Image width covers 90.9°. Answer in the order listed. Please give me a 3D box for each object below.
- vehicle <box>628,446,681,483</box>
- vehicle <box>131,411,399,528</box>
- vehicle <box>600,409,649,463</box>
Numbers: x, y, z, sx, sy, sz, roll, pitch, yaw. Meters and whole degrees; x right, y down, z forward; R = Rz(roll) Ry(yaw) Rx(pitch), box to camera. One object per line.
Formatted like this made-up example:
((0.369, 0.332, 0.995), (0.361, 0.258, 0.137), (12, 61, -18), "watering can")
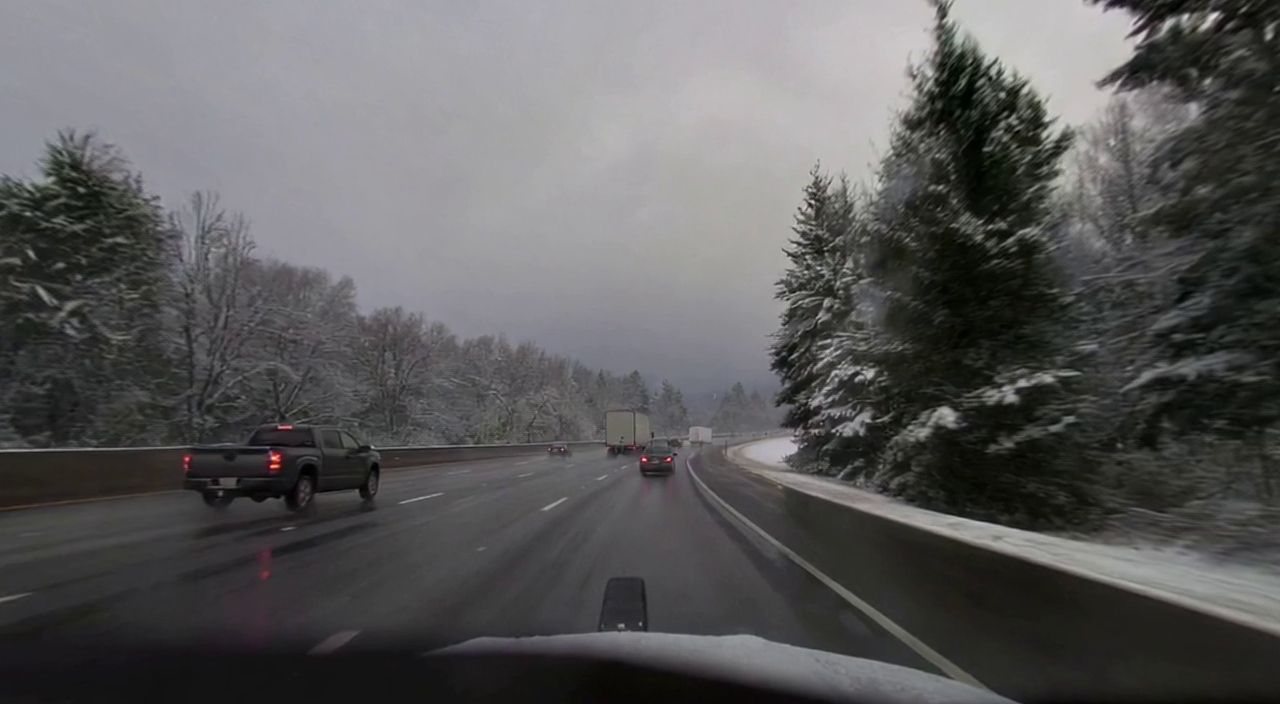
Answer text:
((0.631, 4.534, 25.738), (1.984, 1.365, 3.767), (-1, -9, 3), "vehicle")
((-6.872, 2.224, 12.437), (2.142, 1.833, 4.854), (0, -9, 2), "vehicle")
((-1.061, 6.722, 49.932), (2.973, 3.896, 8.430), (-1, -9, 5), "vehicle")
